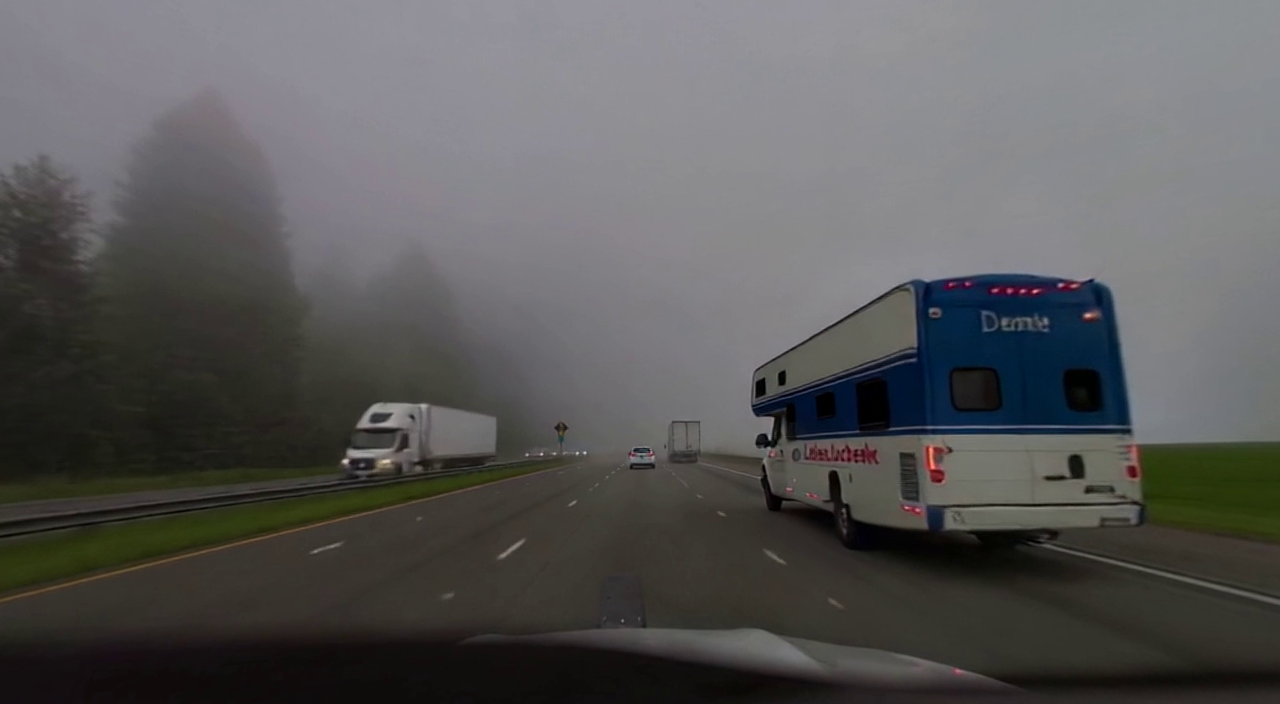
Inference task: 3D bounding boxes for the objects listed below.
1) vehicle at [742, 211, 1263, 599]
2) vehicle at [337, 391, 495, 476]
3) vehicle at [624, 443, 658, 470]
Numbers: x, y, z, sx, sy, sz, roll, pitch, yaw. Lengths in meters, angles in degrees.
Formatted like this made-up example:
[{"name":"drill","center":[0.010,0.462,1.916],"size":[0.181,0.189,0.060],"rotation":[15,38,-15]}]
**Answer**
[{"name":"vehicle","center":[3.913,1.077,10.090],"size":[2.931,3.530,8.760],"rotation":[0,-9,-1]},{"name":"vehicle","center":[-12.426,5.154,38.077],"size":[3.039,3.901,17.384],"rotation":[0,-9,1]},{"name":"vehicle","center":[0.054,7.104,42.881],"size":[2.151,1.678,3.923],"rotation":[0,-9,0]}]
